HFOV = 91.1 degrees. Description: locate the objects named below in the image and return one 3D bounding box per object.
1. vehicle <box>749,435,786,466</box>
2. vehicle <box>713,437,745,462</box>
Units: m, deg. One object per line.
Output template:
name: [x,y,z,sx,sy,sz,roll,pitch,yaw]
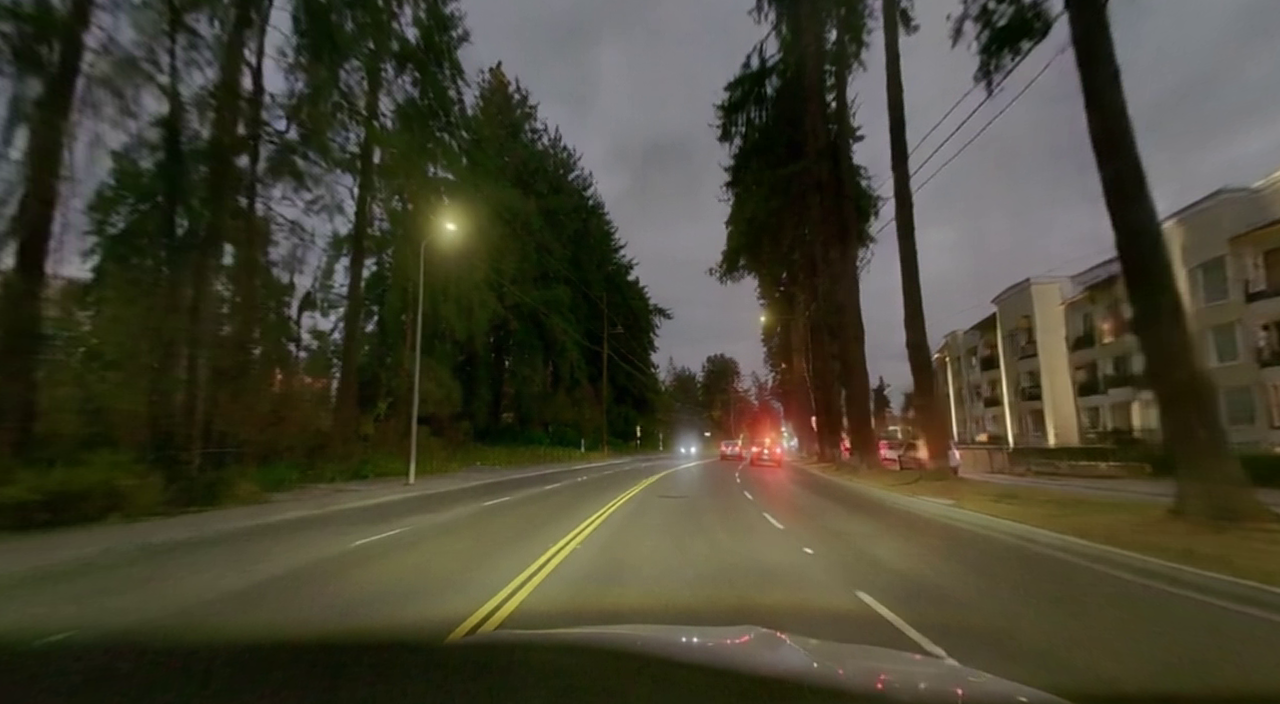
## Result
vehicle: [7.905,6.126,39.175,2.069,1.791,4.422,-1,-8,10]
vehicle: [6.980,7.557,48.906,2.158,1.852,4.485,-2,-8,12]
